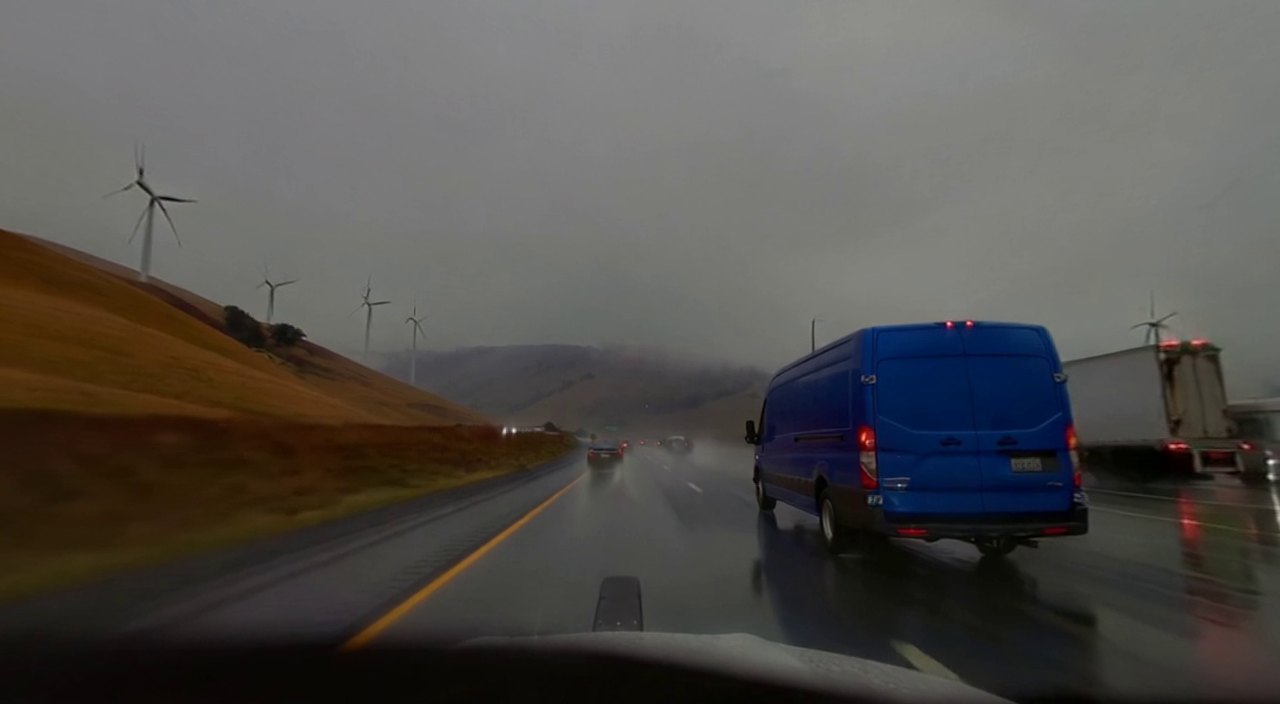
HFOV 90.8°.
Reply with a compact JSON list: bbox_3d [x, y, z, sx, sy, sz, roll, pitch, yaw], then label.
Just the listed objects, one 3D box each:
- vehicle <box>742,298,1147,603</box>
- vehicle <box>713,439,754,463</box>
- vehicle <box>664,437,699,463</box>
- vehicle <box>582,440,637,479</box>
[{"bbox_3d":[3.062,1.238,8.364,2.365,2.630,5.754,0,-8,-1],"label":"vehicle"},{"bbox_3d":[6.358,6.823,43.554,1.958,1.514,4.930,0,-8,-1],"label":"vehicle"},{"bbox_3d":[2.922,7.037,45.499,2.108,1.717,3.996,0,-8,-2],"label":"vehicle"},{"bbox_3d":[-1.168,4.323,25.690,2.082,1.445,3.826,0,-8,-1],"label":"vehicle"}]
